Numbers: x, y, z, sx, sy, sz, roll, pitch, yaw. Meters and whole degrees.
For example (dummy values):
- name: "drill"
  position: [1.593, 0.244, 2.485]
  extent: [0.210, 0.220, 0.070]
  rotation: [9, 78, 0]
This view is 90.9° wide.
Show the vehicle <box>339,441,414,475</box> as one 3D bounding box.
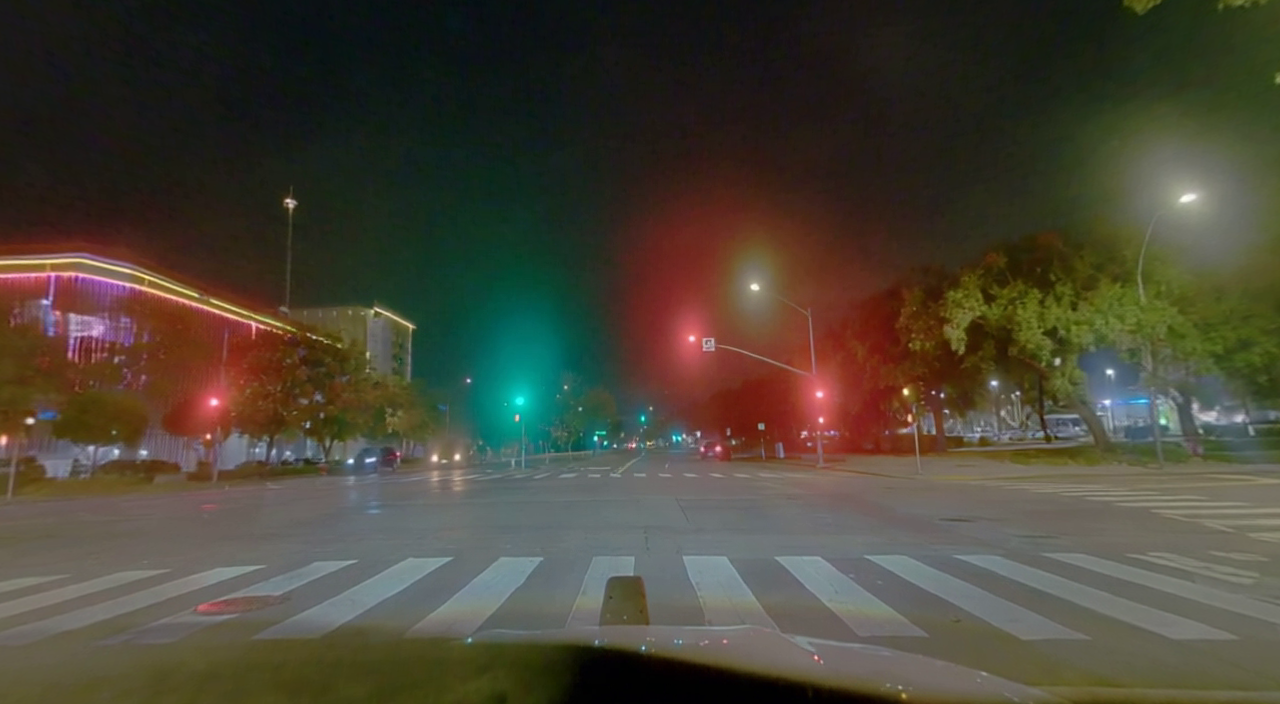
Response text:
- name: "vehicle"
  position: [-14.828, 5.973, 35.748]
  extent: [2.169, 1.753, 4.640]
  rotation: [0, -8, 1]
